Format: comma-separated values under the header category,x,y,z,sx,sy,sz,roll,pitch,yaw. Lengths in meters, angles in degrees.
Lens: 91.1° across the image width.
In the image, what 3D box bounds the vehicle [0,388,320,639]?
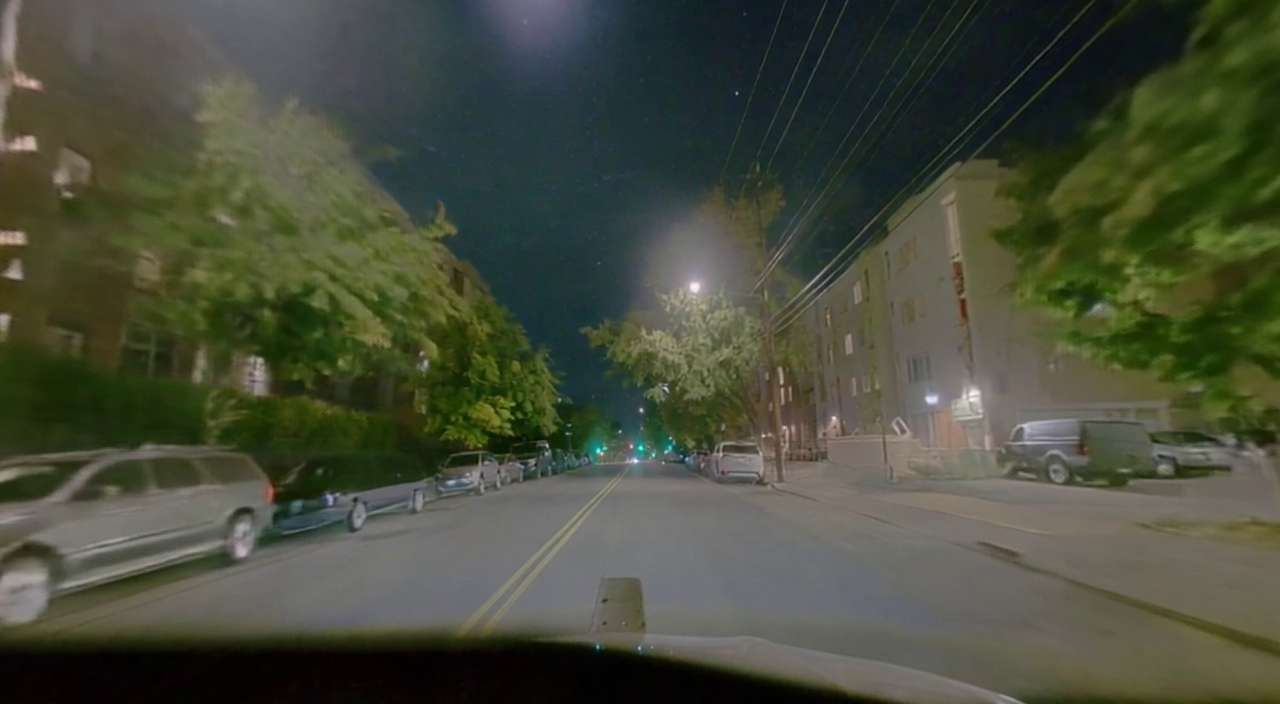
category,x,y,z,sx,sy,sz,roll,pitch,yaw
vehicle,-6.213,1.746,7.215,2.120,1.989,5.616,-3,-10,0

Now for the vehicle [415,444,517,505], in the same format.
category,x,y,z,sx,sy,sz,roll,pitch,yaw
vehicle,-6.045,4.283,22.529,2.247,1.698,4.944,-3,-7,0

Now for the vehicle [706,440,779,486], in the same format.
category,x,y,z,sx,sy,sz,roll,pitch,yaw
vehicle,4.106,4.540,25.972,2.328,1.730,4.225,0,-8,0

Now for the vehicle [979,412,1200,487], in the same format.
category,x,y,z,sx,sy,sz,roll,pitch,yaw
vehicle,14.042,3.151,20.488,2.229,2.040,6.832,0,-8,1

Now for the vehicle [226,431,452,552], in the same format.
category,x,y,z,sx,sy,sz,roll,pitch,yaw
vehicle,-6.125,2.814,13.865,2.063,1.936,5.919,-4,-8,0
